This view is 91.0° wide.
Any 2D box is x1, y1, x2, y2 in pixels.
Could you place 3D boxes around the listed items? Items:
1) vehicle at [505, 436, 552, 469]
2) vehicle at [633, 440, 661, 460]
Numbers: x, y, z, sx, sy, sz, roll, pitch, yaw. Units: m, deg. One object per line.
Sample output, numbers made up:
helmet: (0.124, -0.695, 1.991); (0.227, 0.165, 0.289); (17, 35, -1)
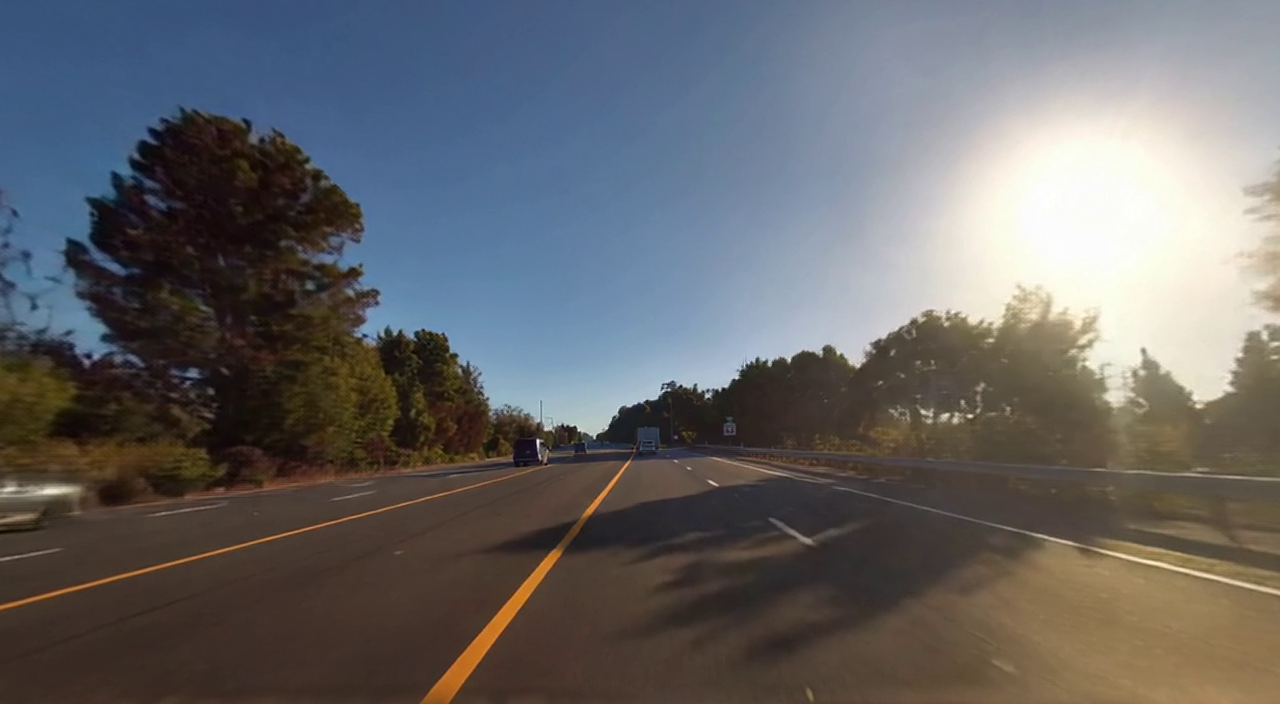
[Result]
vehicle: (-6.931, 6.288, 39.608); (2.068, 1.897, 4.372); (0, -8, 2)
vehicle: (0.511, 7.608, 49.072); (2.061, 1.469, 3.782); (0, -8, 0)
